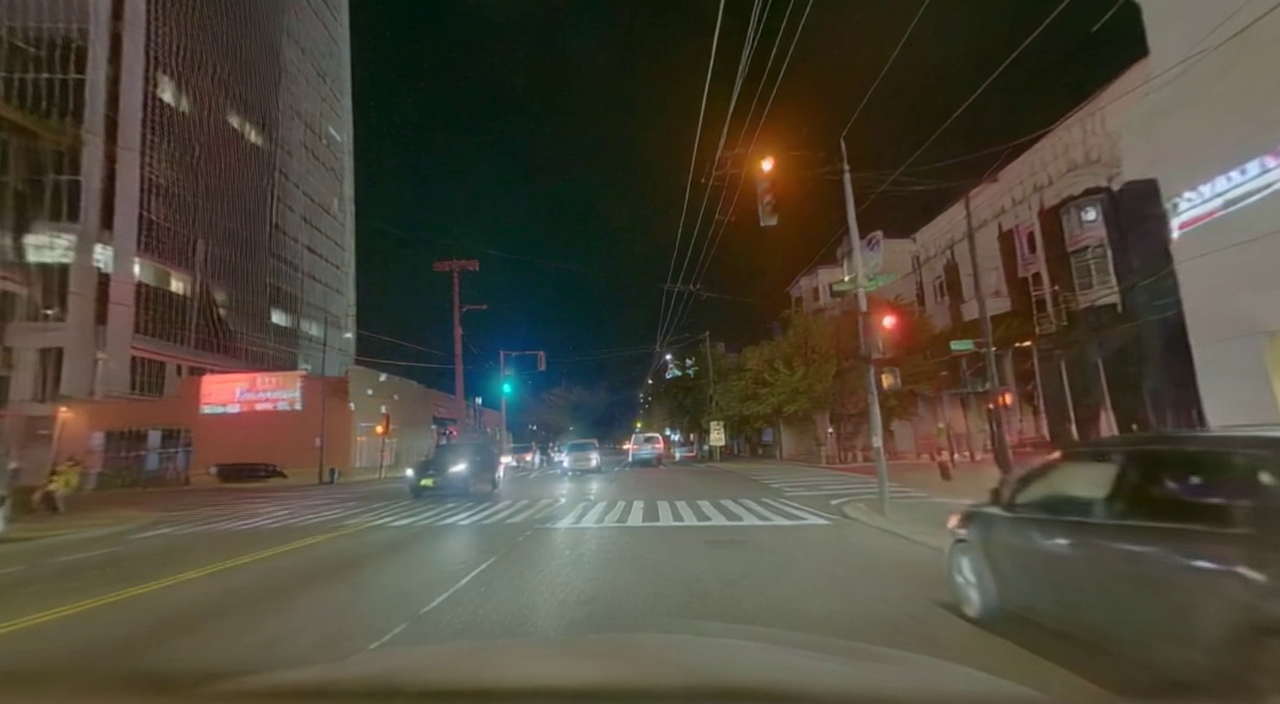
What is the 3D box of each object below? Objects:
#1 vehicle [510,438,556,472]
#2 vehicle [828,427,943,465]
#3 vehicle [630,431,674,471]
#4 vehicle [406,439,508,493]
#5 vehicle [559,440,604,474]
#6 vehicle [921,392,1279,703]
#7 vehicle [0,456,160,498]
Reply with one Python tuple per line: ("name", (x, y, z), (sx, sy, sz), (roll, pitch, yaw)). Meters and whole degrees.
("vehicle", (-6.657, 6.466, 39.932), (2.090, 1.975, 4.657), (0, -8, 0))
("vehicle", (12.326, 4.774, 32.029), (4.966, 1.826, 2.209), (-1, -9, 7))
("vehicle", (0.554, 5.036, 32.242), (2.127, 1.893, 4.194), (0, -8, 0))
("vehicle", (-5.875, 3.696, 20.936), (2.089, 1.578, 4.571), (0, -8, -1))
("vehicle", (-2.956, 5.376, 32.688), (2.026, 1.616, 4.109), (0, -8, -2))
("vehicle", (3.482, 1.114, 3.588), (1.901, 1.581, 3.907), (0, -8, -1))
("vehicle", (-21.020, 4.660, 23.673), (4.477, 1.439, 1.966), (0, -8, 1))
